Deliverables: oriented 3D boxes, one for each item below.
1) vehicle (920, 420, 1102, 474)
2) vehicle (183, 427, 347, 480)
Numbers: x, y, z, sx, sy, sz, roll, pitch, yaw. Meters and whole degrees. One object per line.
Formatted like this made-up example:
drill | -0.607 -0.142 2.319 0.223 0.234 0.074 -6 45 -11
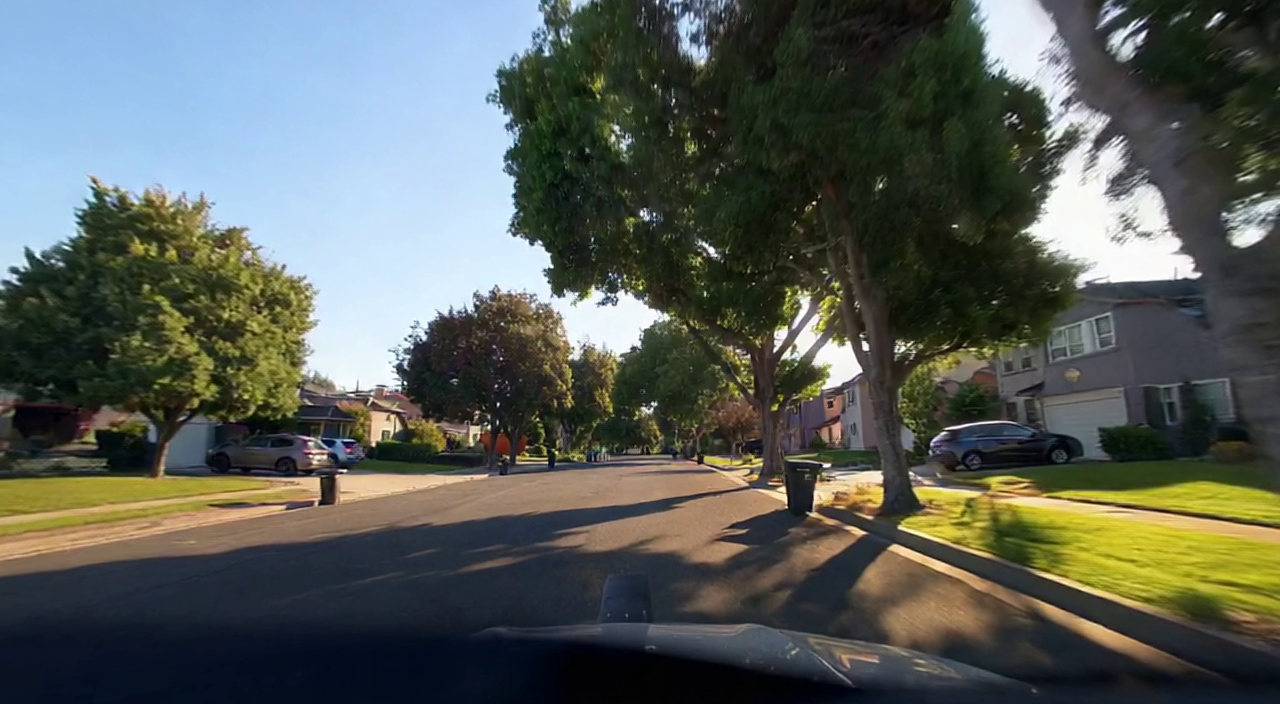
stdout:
vehicle | 11.217 2.911 19.337 4.254 1.538 2.020 0 -8 1
vehicle | -13.544 3.688 23.016 4.587 1.786 2.127 0 -9 1
